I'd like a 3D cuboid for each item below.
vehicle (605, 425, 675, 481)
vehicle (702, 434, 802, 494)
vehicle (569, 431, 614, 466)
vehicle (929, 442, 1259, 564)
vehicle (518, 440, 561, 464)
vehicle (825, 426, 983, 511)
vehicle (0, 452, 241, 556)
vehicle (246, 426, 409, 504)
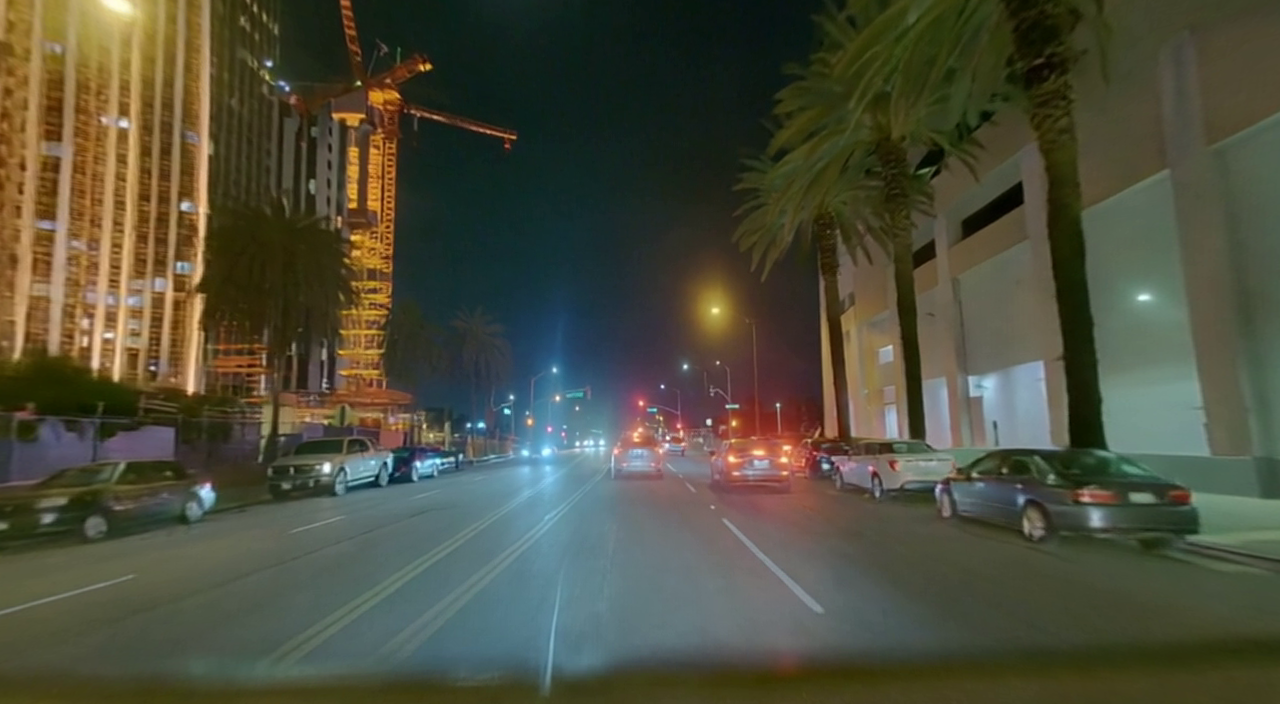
[{"bbox_3d":[-0.013,3.601,22.682,2.264,1.798,4.258,0,-8,0],"label":"vehicle"},{"bbox_3d":[3.030,3.115,17.979,1.999,1.487,3.939,0,-8,-2],"label":"vehicle"},{"bbox_3d":[-2.675,5.453,35.802,2.180,1.879,4.452,0,-8,0],"label":"vehicle"},{"bbox_3d":[6.445,2.128,9.781,1.819,1.435,4.337,0,-8,-1],"label":"vehicle"},{"bbox_3d":[-6.501,6.515,41.346,2.020,1.486,4.363,0,-8,0],"label":"vehicle"},{"bbox_3d":[6.313,2.829,15.804,1.886,1.792,4.525,0,-8,-1],"label":"vehicle"},{"bbox_3d":[-9.923,2.656,11.864,1.804,1.478,4.734,0,-8,-1],"label":"vehicle"},{"bbox_3d":[-10.031,3.747,21.003,2.294,1.948,6.025,-6,-10,0],"label":"vehicle"}]
